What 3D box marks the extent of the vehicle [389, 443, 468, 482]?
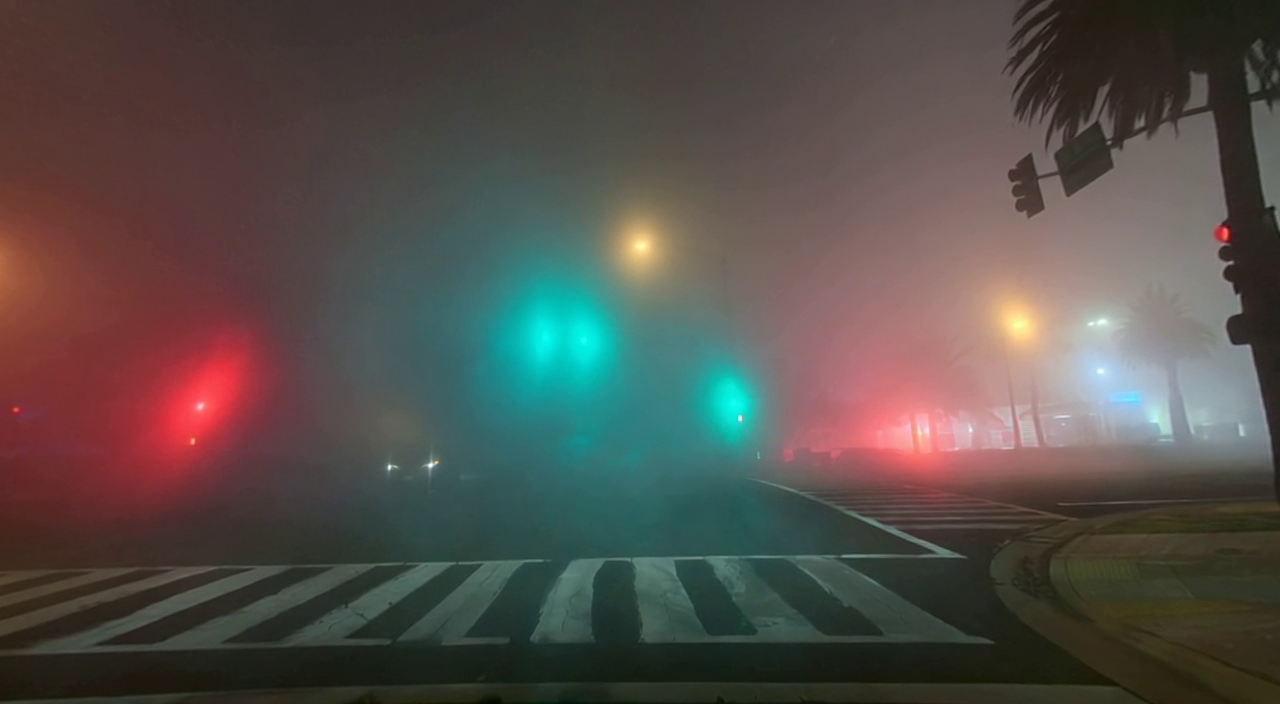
[{"bbox_3d":[-10.732,5.606,32.361,2.270,1.833,4.860,0,-9,1],"label":"vehicle"}]
